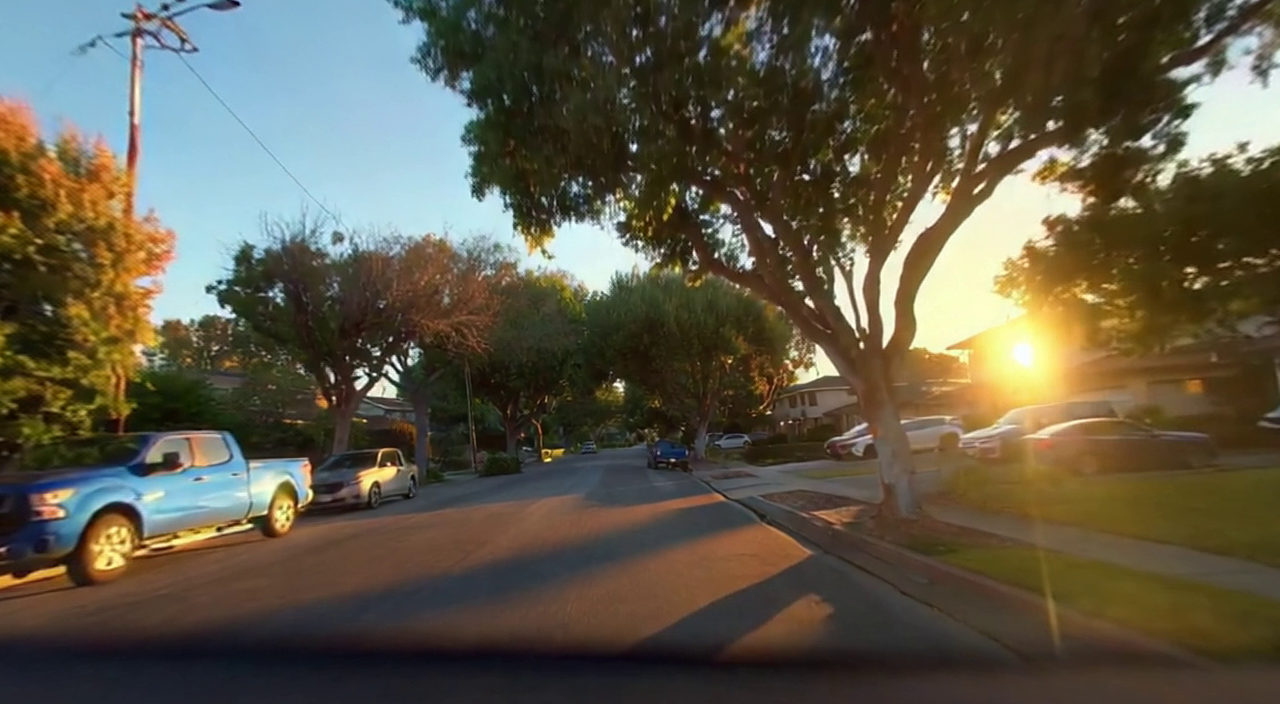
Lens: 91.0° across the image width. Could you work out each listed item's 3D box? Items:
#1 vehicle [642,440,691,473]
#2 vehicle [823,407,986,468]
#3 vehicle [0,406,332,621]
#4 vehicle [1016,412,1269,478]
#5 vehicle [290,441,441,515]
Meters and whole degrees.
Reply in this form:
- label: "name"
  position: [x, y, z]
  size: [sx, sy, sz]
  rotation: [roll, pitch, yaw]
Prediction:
- label: "vehicle"
  position: [1.219, 5.110, 31.098]
  size: [2.006, 1.494, 4.211]
  rotation: [1, -9, -3]
- label: "vehicle"
  position: [9.936, 3.278, 23.973]
  size: [5.097, 1.824, 2.113]
  rotation: [-4, -8, -2]
- label: "vehicle"
  position: [-6.788, 1.886, 8.567]
  size: [2.329, 1.947, 5.455]
  rotation: [0, -9, 1]
- label: "vehicle"
  position: [11.826, 2.220, 15.067]
  size: [4.390, 1.457, 1.861]
  rotation: [0, -9, 1]
- label: "vehicle"
  position: [-6.852, 3.155, 16.364]
  size: [1.995, 1.608, 4.596]
  rotation: [0, -9, -2]
